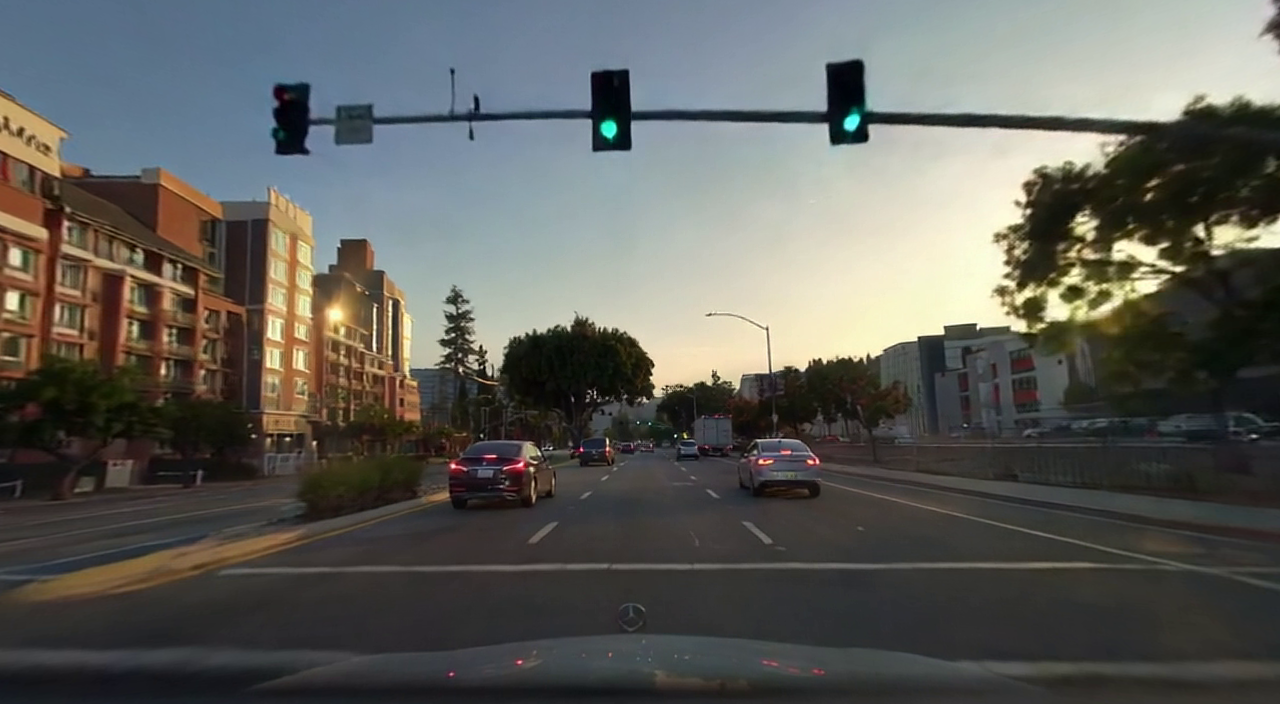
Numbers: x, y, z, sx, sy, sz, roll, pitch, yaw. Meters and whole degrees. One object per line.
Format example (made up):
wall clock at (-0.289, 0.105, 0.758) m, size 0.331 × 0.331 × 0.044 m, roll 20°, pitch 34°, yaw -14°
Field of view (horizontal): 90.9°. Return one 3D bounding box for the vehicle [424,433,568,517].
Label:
vehicle at (-2.908, 2.594, 13.840) m, size 2.003 × 1.509 × 4.396 m, roll -1°, pitch -8°, yaw 2°

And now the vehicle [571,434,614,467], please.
vehicle at (-2.714, 5.761, 36.998) m, size 2.137 × 1.796 × 4.304 m, roll 0°, pitch -8°, yaw 1°

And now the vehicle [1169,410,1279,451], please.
vehicle at (40.247, 5.485, 43.385) m, size 2.787 × 2.561 × 5.416 m, roll -1°, pitch -9°, yaw 1°

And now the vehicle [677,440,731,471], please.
vehicle at (3.186, 5.299, 32.397) m, size 2.020 × 1.461 × 4.326 m, roll 0°, pitch -8°, yaw -4°

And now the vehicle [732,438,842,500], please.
vehicle at (3.805, 3.099, 17.123) m, size 1.972 × 1.452 × 4.189 m, roll 0°, pitch -8°, yaw 0°
